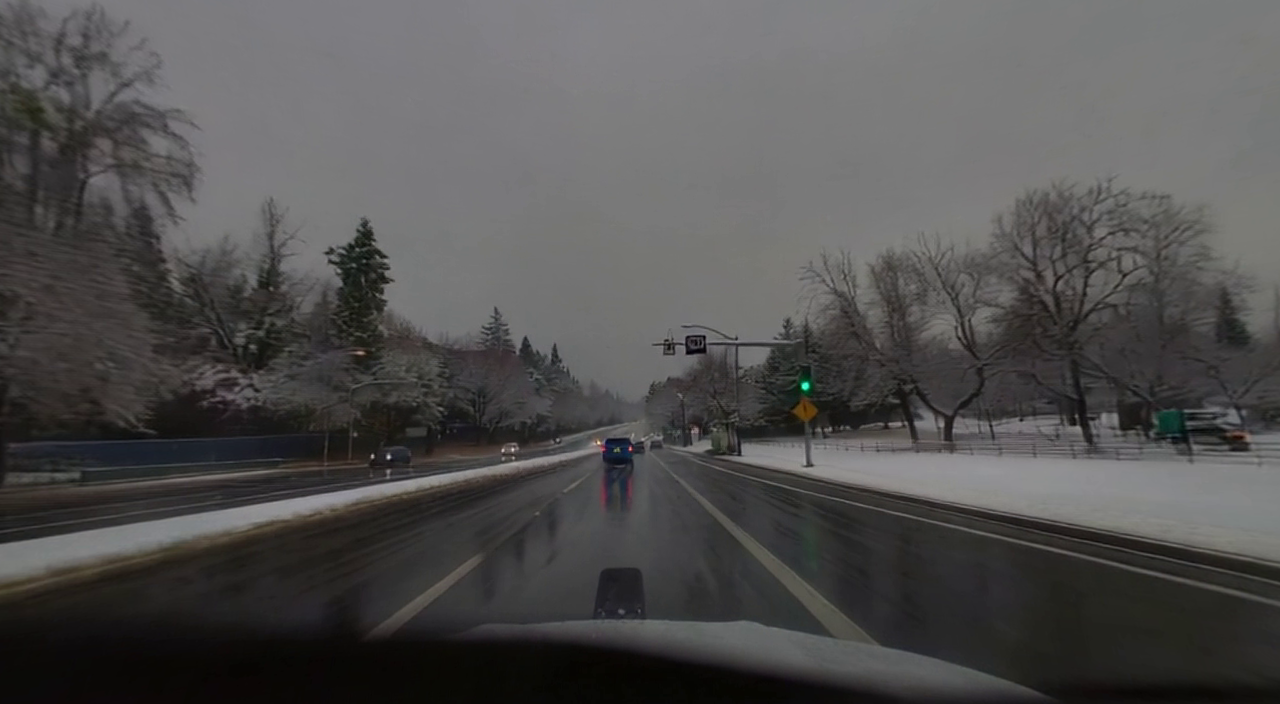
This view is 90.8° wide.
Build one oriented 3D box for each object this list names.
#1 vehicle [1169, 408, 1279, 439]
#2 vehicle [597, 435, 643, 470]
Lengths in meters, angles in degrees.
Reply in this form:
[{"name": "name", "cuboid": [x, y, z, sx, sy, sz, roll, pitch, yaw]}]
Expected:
[{"name": "vehicle", "cuboid": [34.971, 4.308, 37.829, 4.612, 1.753, 1.887, 0, -10, 3]}, {"name": "vehicle", "cuboid": [-0.982, 5.309, 33.347, 2.174, 1.703, 4.231, 0, -9, 1]}]
